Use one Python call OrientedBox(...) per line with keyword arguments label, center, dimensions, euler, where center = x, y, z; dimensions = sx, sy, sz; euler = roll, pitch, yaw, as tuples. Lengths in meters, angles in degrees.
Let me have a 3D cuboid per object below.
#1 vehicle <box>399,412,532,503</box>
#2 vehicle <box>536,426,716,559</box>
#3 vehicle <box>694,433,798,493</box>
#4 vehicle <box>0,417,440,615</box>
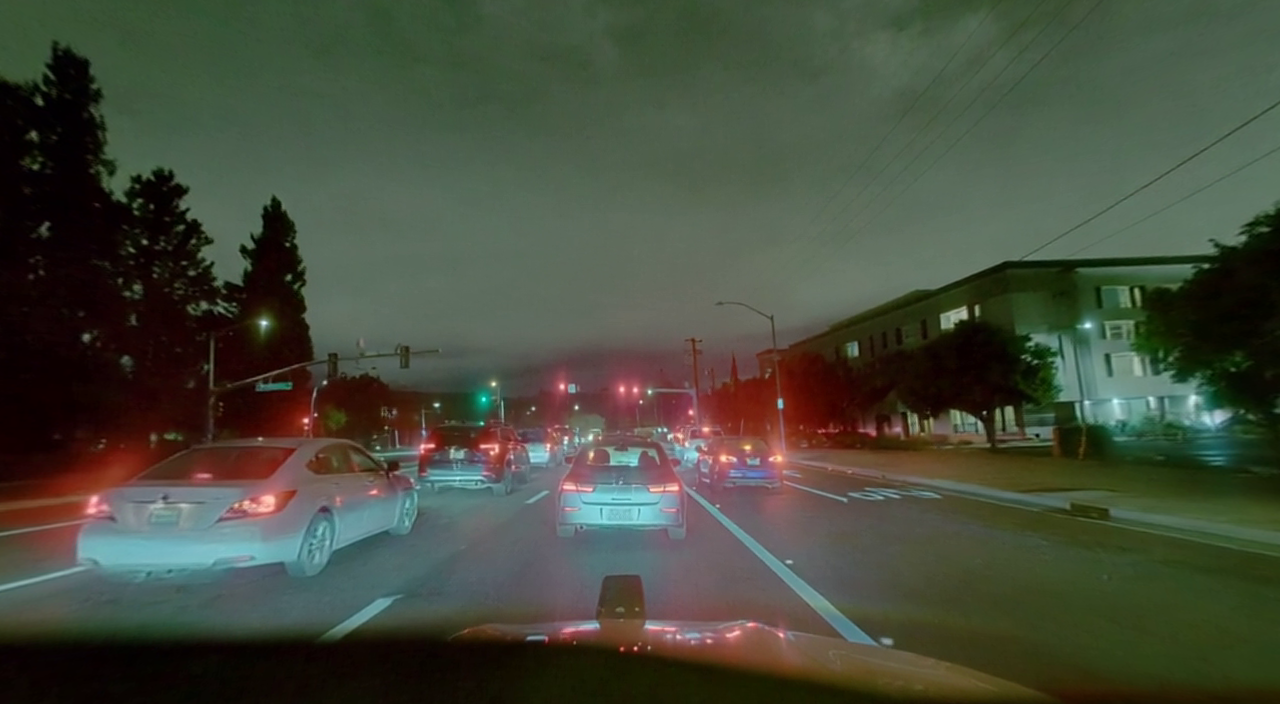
OrientedBox(label="vehicle", center=(-4.037, 2.531, 15.507), dimensions=(2.054, 1.881, 4.469), euler=(0, -8, -1))
OrientedBox(label="vehicle", center=(-0.227, 1.875, 9.162), dimensions=(2.007, 1.467, 4.059), euler=(0, -8, -2))
OrientedBox(label="vehicle", center=(2.812, 3.059, 17.817), dimensions=(1.978, 1.452, 4.381), euler=(0, -8, -3))
OrientedBox(label="vehicle", center=(-3.865, 1.543, 6.907), dimensions=(1.985, 1.467, 4.224), euler=(0, -8, -1))
